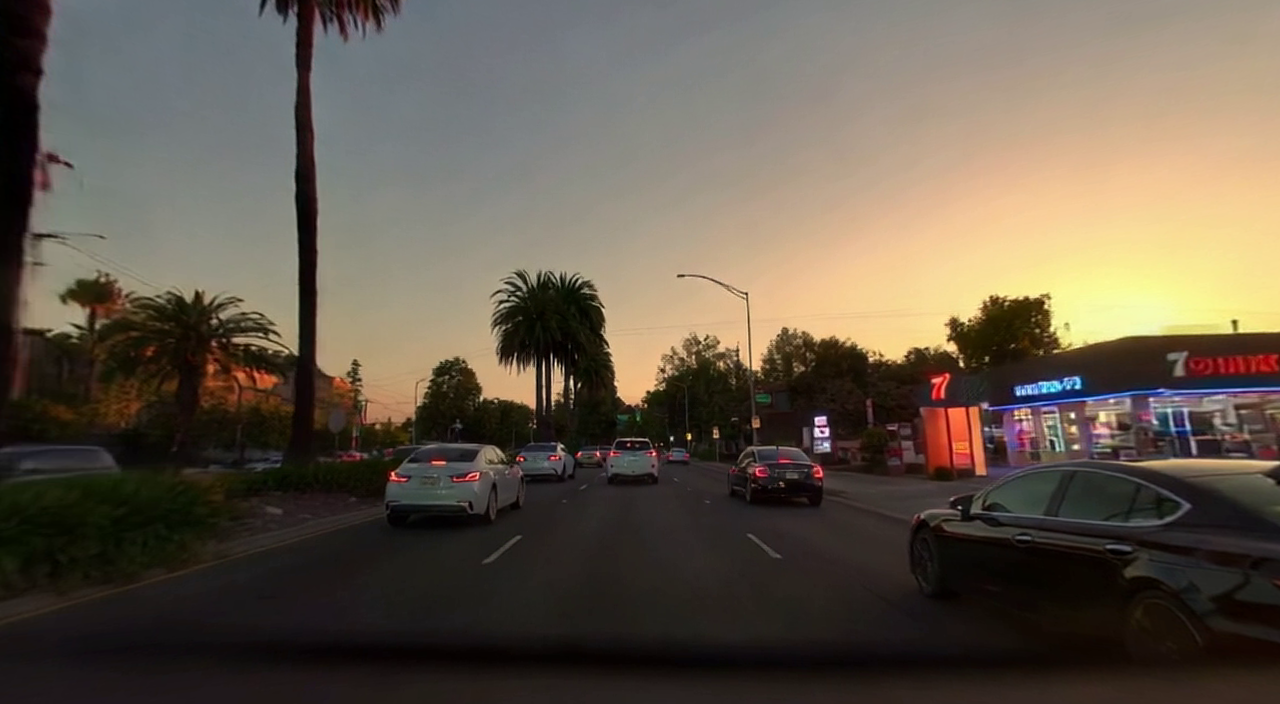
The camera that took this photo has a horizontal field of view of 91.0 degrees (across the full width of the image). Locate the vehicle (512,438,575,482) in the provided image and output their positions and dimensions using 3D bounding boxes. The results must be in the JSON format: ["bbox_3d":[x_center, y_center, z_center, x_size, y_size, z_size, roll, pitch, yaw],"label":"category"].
[{"bbox_3d":[-3.920,4.467,26.336,1.932,1.695,4.235,0,-8,0],"label":"vehicle"}]

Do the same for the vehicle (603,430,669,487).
[{"bbox_3d":[-0.150,3.840,22.952,2.164,1.867,4.254,0,-8,0],"label":"vehicle"}]

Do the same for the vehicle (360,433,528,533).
[{"bbox_3d":[-3.365,2.314,11.753,1.864,1.505,4.202,0,-8,-1],"label":"vehicle"}]

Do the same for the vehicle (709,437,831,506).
[{"bbox_3d":[3.097,2.950,16.041,1.977,1.480,4.589,0,-8,-2],"label":"vehicle"}]

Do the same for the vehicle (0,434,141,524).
[{"bbox_3d":[-13.785,2.696,13.656,2.113,1.772,4.591,0,-8,0],"label":"vehicle"}]

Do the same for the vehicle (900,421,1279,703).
[{"bbox_3d":[3.638,1.249,4.206,1.867,1.448,4.436,0,-8,-1],"label":"vehicle"}]

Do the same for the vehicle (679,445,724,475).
[{"bbox_3d":[3.285,5.832,34.215,1.880,1.476,3.932,0,-8,-2],"label":"vehicle"}]

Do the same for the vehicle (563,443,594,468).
[{"bbox_3d":[-4.282,7.290,44.632,1.871,1.673,3.920,0,-8,-1],"label":"vehicle"}]
